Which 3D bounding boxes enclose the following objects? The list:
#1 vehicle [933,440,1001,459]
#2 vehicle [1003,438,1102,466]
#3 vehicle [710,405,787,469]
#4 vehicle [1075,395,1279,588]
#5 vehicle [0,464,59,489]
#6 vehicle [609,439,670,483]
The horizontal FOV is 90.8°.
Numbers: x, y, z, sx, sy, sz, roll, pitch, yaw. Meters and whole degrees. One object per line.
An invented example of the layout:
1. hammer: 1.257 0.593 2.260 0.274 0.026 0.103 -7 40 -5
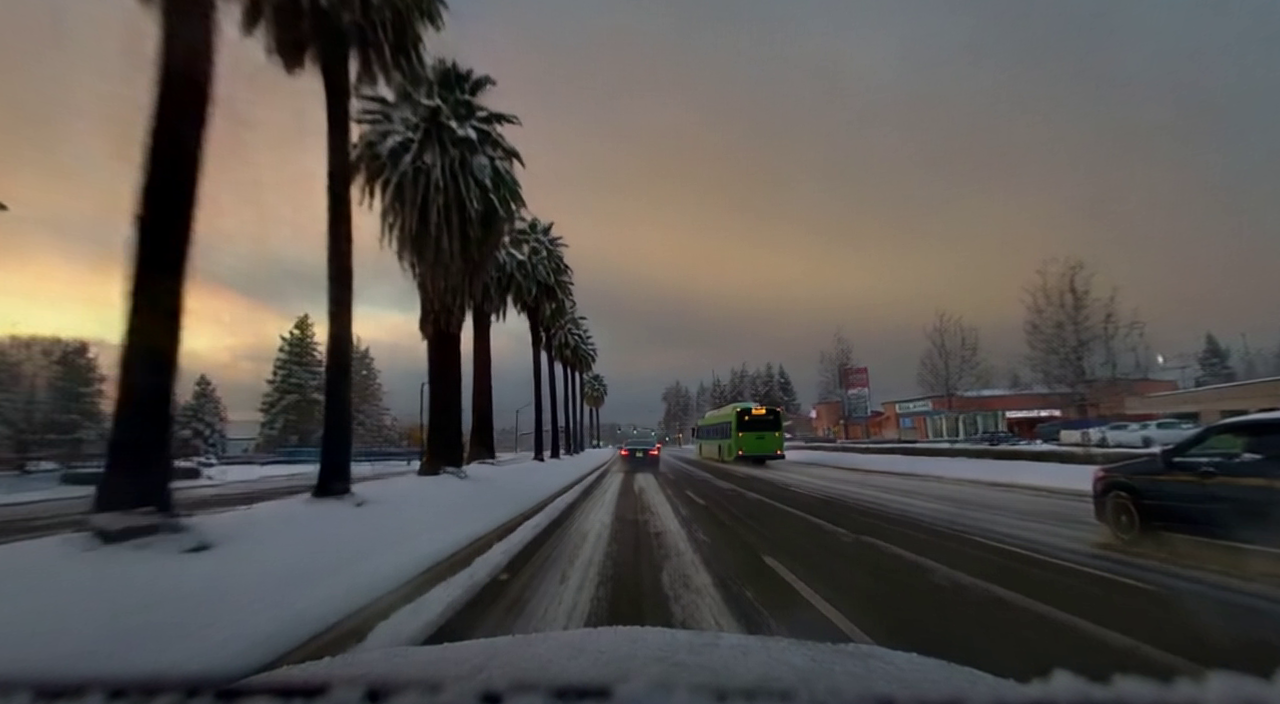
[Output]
1. vehicle: 25.748 7.667 49.793 4.319 1.444 1.888 0 -9 -2
2. vehicle: 23.023 5.619 35.386 4.229 1.428 1.883 1 -9 0
3. vehicle: 6.255 5.225 38.186 2.795 3.383 9.287 0 -9 -1
4. vehicle: 6.611 1.288 5.949 2.031 1.670 4.154 0 -9 0
5. vehicle: -44.524 8.830 44.894 1.821 1.562 4.375 -2 -9 12
6. vehicle: -0.065 4.052 23.789 2.065 1.477 4.306 0 -9 -1
